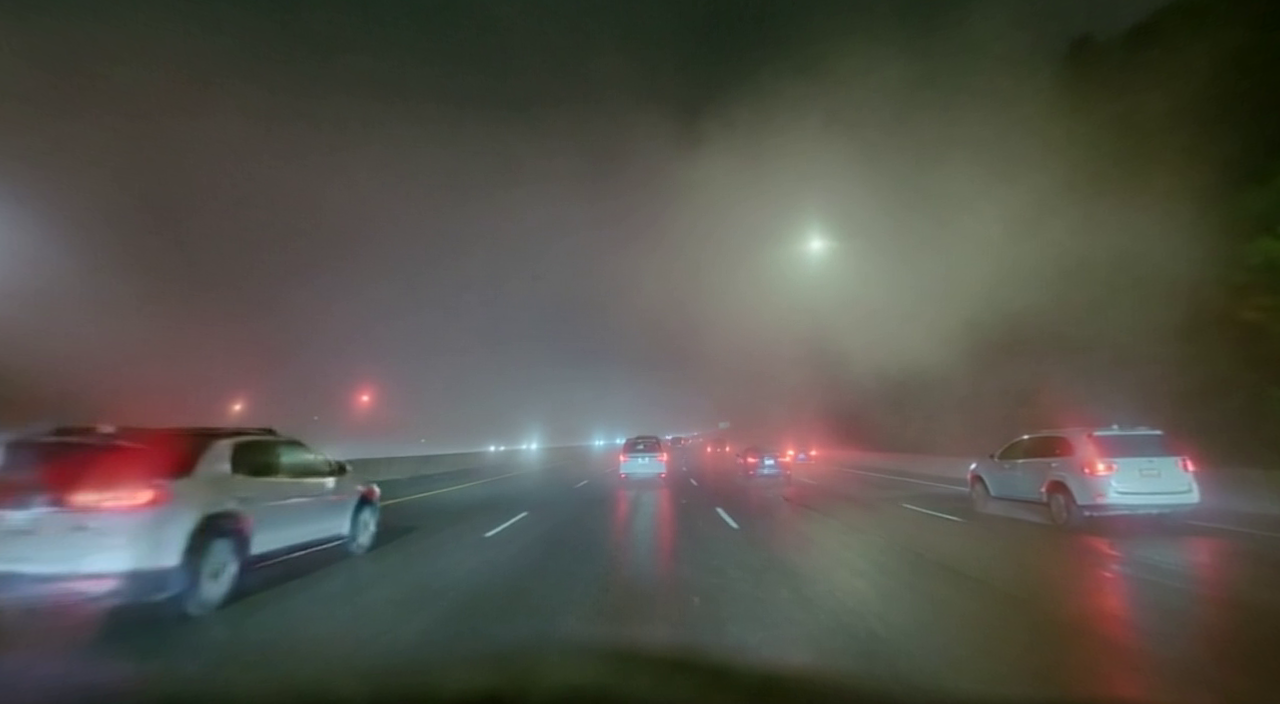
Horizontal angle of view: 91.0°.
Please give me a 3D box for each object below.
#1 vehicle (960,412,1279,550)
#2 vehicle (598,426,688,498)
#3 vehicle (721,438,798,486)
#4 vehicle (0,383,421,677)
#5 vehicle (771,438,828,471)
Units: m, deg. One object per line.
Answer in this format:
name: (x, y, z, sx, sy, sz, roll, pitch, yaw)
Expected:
vehicle: (7.406, 1.940, 10.120, 2.028, 1.657, 4.823, 0, -9, 1)
vehicle: (0.136, 2.995, 17.476, 2.181, 1.728, 3.970, 0, -9, 2)
vehicle: (4.126, 3.875, 22.458, 1.999, 1.514, 4.338, 0, -9, 1)
vehicle: (-4.035, 1.342, 5.949, 2.128, 1.627, 4.697, 0, -9, 1)
vehicle: (8.208, 5.332, 32.802, 1.956, 1.588, 4.305, 0, -9, 2)
